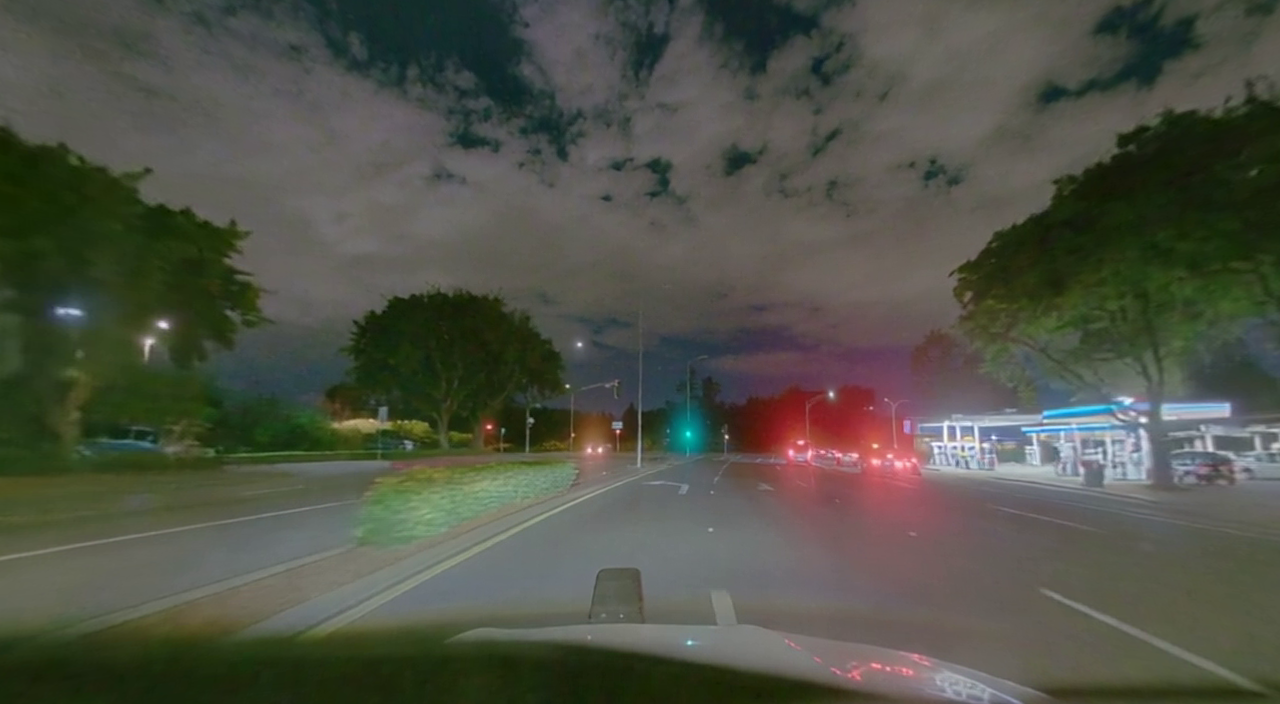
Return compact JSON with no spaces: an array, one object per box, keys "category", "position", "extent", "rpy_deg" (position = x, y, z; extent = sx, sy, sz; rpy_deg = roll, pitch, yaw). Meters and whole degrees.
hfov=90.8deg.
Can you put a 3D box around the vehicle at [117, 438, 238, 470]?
[{"category":"vehicle","position":[-21.531,4.749,29.506],"extent":[4.425,1.438,1.879],"rpy_deg":[-1,-9,9]}]

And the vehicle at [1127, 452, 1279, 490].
[{"category":"vehicle","position":[24.300,5.099,27.530],"extent":[1.843,1.455,4.558],"rpy_deg":[2,-9,-14]}]

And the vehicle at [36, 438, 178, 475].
[{"category":"vehicle","position":[-21.866,4.267,25.980],"extent":[4.520,1.439,1.919],"rpy_deg":[-1,-9,11]}]

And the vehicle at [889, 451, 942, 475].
[{"category":"vehicle","position":[18.149,7.312,41.807],"extent":[2.099,1.464,4.615],"rpy_deg":[-1,-9,9]}]

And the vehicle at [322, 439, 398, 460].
[{"category":"vehicle","position":[-19.188,6.704,43.356],"extent":[4.343,1.379,1.851],"rpy_deg":[-1,-9,8]}]
